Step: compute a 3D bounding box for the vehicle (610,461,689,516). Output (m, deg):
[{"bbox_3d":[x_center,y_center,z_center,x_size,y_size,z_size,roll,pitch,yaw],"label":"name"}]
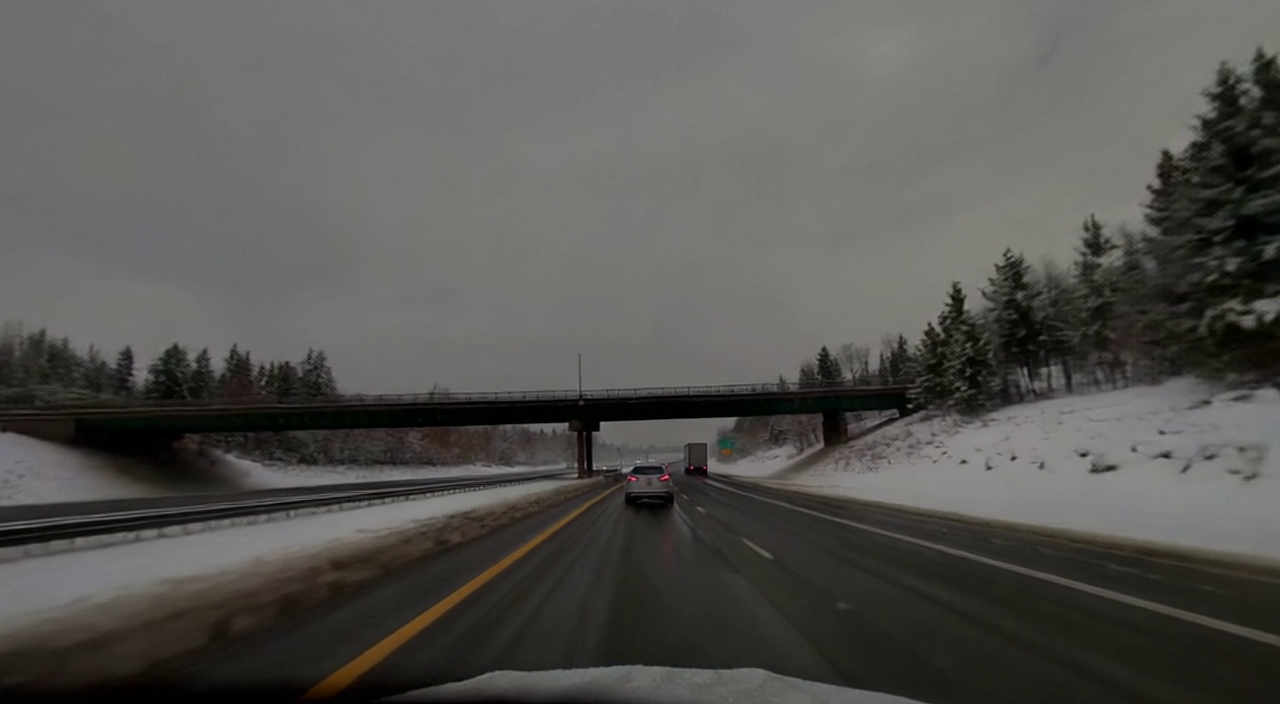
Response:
[{"bbox_3d":[0.275,4.110,19.169,2.156,1.444,3.762,1,-11,0],"label":"vehicle"}]
